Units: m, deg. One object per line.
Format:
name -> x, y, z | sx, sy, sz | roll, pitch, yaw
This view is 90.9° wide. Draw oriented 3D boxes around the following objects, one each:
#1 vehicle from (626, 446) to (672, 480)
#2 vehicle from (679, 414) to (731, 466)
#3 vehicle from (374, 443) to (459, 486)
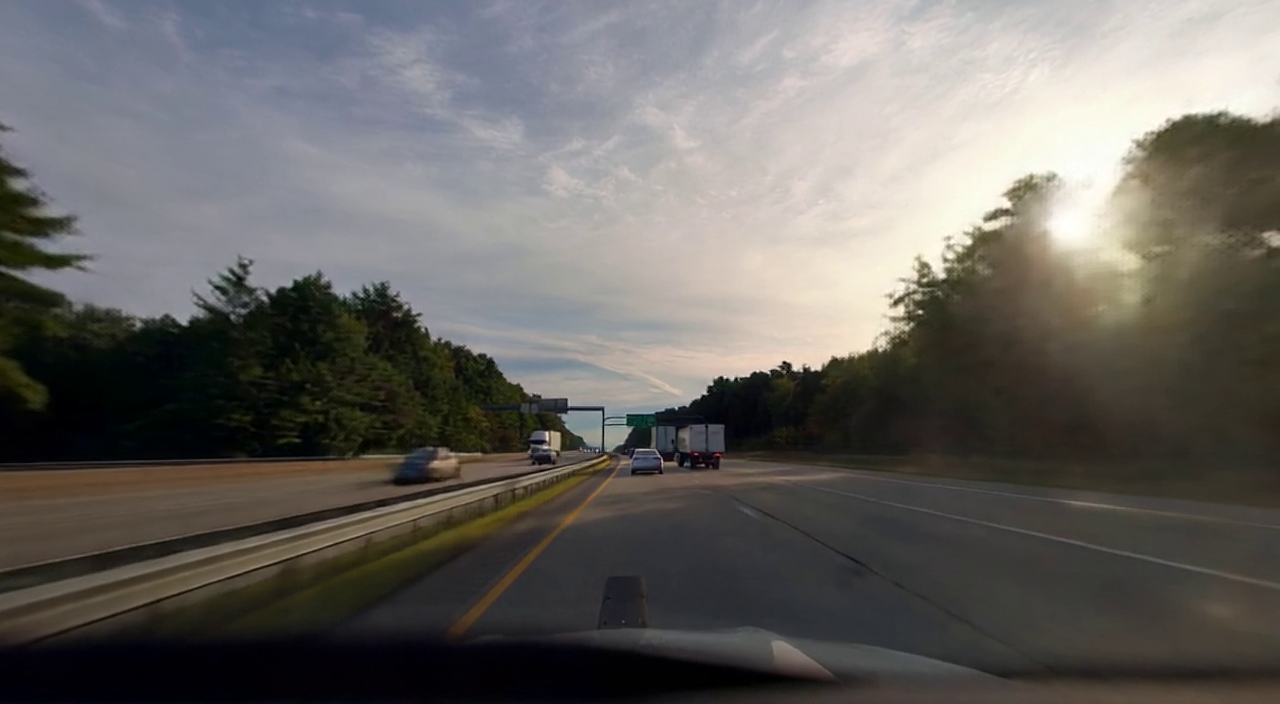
vehicle -> 0.402, 5.310, 30.445 | 2.069, 1.523, 4.012 | 0, -9, 0
vehicle -> 4.319, 6.092, 43.349 | 2.600, 3.282, 7.635 | 0, -9, -1
vehicle -> -8.601, 4.353, 24.697 | 1.834, 1.488, 4.253 | 0, -9, -1
